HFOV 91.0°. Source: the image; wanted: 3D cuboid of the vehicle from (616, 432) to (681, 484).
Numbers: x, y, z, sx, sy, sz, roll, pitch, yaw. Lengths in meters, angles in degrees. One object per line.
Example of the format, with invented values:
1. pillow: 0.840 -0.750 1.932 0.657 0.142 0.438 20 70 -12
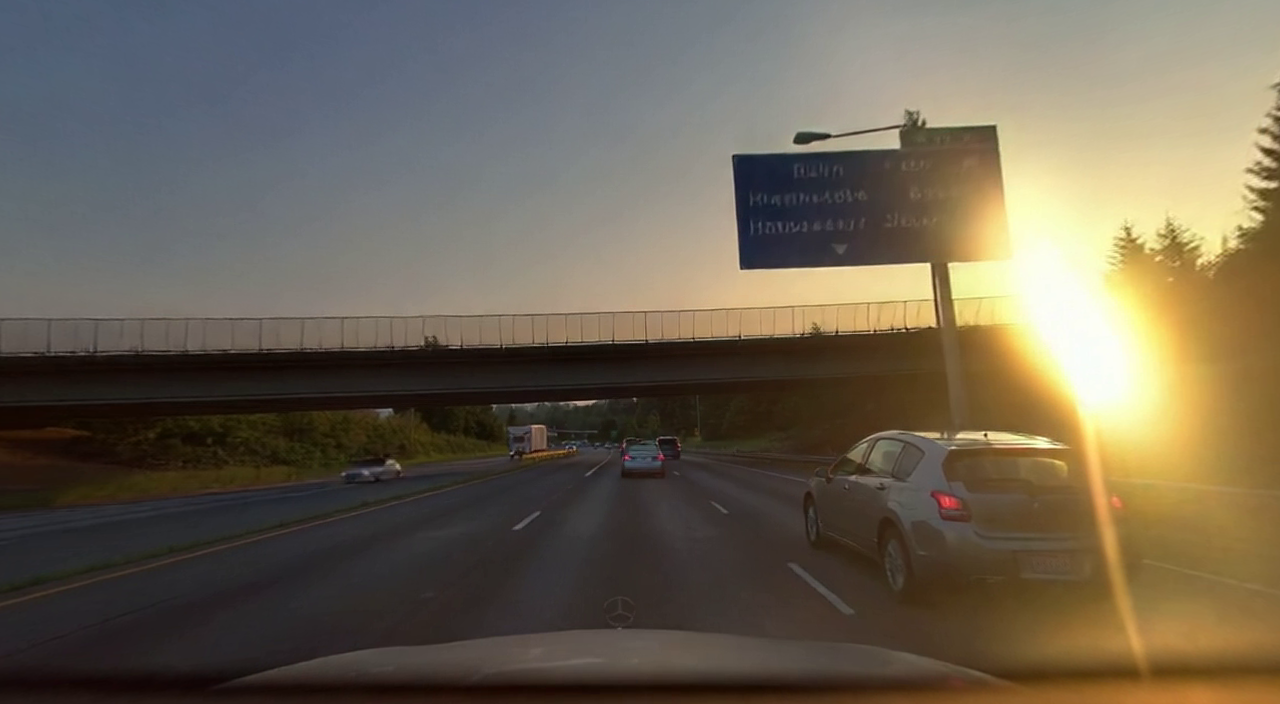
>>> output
1. vehicle: 0.191 3.720 22.403 2.092 1.636 4.024 0 -8 -2
